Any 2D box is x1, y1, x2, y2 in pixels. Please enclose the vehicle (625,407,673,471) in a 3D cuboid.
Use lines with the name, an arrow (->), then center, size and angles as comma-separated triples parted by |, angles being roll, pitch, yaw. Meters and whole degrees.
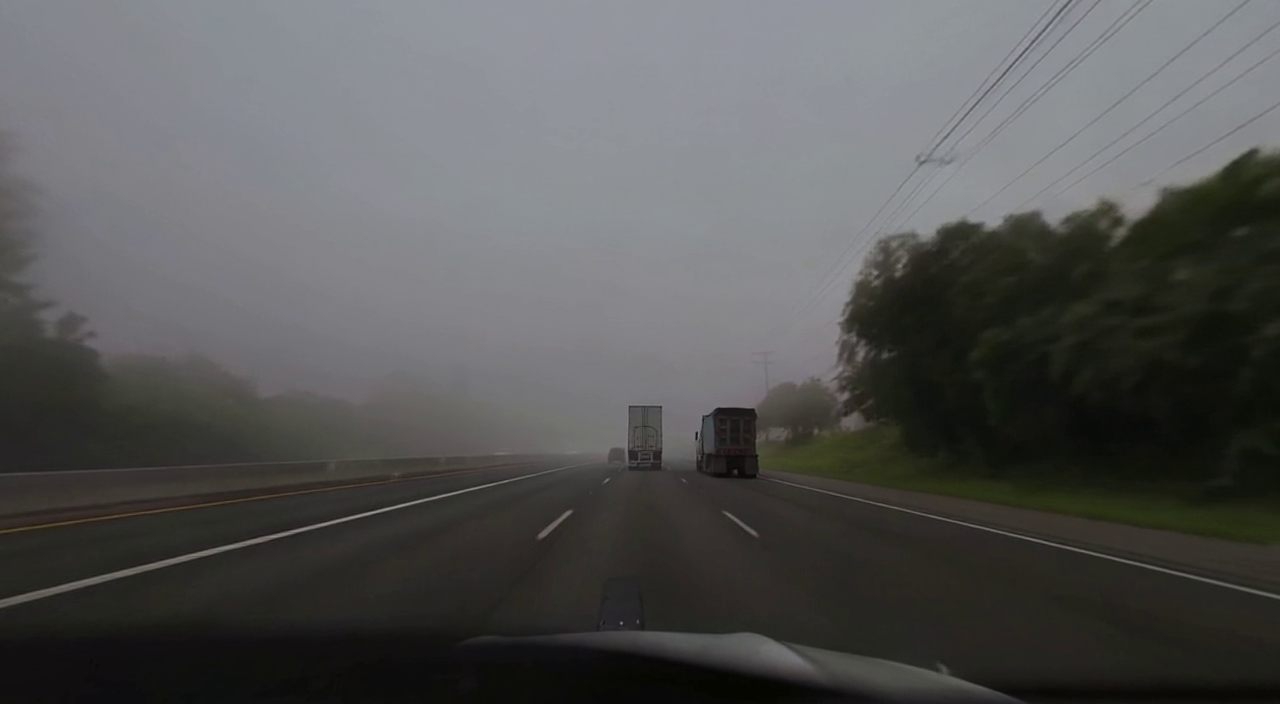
vehicle -> 0.615, 6.568, 46.715 | 2.997, 4.076, 13.224 | 0, -9, 0

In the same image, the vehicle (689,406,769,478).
vehicle -> 4.574, 4.966, 34.365 | 2.938, 3.378, 8.820 | 0, -9, -1
